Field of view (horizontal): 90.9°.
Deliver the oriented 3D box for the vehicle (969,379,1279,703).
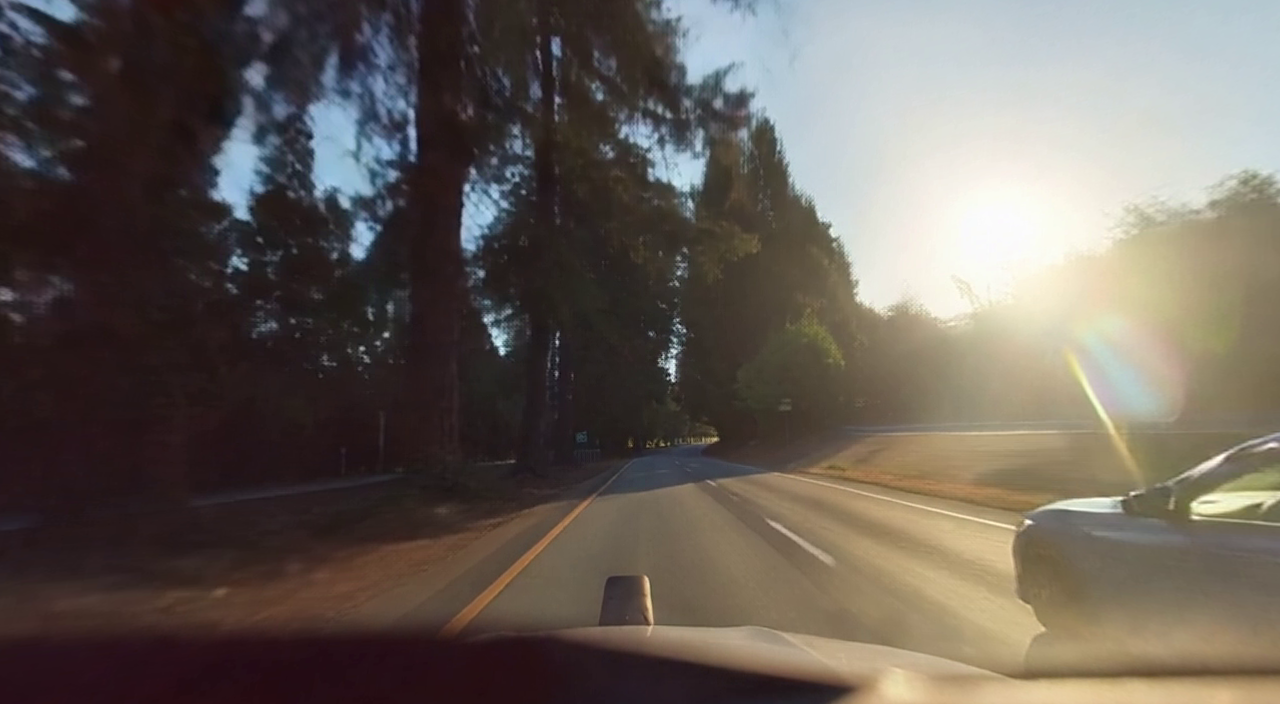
[{"bbox_3d":[3.366,0.810,2.034,2.061,1.503,4.823,-1,-8,1],"label":"vehicle"}]
